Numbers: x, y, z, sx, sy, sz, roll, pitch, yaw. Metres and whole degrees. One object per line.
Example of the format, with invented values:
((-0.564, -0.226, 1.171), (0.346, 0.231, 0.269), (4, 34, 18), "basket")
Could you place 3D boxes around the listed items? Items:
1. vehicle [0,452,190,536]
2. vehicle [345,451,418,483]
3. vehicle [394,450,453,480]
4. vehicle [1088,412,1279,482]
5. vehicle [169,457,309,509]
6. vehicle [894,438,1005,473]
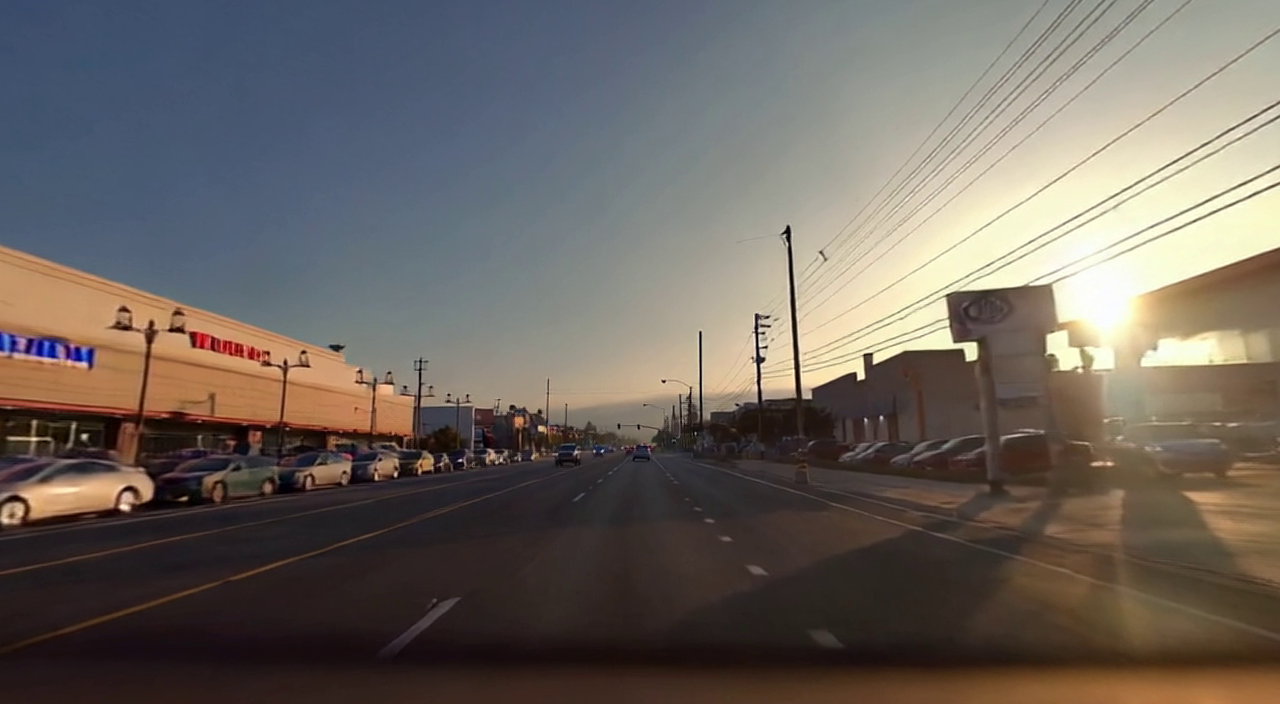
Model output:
((-13.657, 3.280, 15.100), (2.014, 1.523, 5.092), (-3, -8, 1), "vehicle")
((-13.597, 6.043, 33.544), (1.901, 1.552, 4.541), (0, -8, 0), "vehicle")
((-13.374, 6.959, 39.350), (1.793, 1.534, 5.400), (-2, -7, 0), "vehicle")
((15.550, 2.610, 17.413), (4.667, 1.775, 2.199), (0, -9, -1), "vehicle")
((-13.552, 4.420, 21.766), (1.791, 1.377, 4.807), (-2, -8, -1), "vehicle")
((15.137, 5.062, 31.062), (4.396, 1.412, 1.858), (-4, -7, 3), "vehicle")
